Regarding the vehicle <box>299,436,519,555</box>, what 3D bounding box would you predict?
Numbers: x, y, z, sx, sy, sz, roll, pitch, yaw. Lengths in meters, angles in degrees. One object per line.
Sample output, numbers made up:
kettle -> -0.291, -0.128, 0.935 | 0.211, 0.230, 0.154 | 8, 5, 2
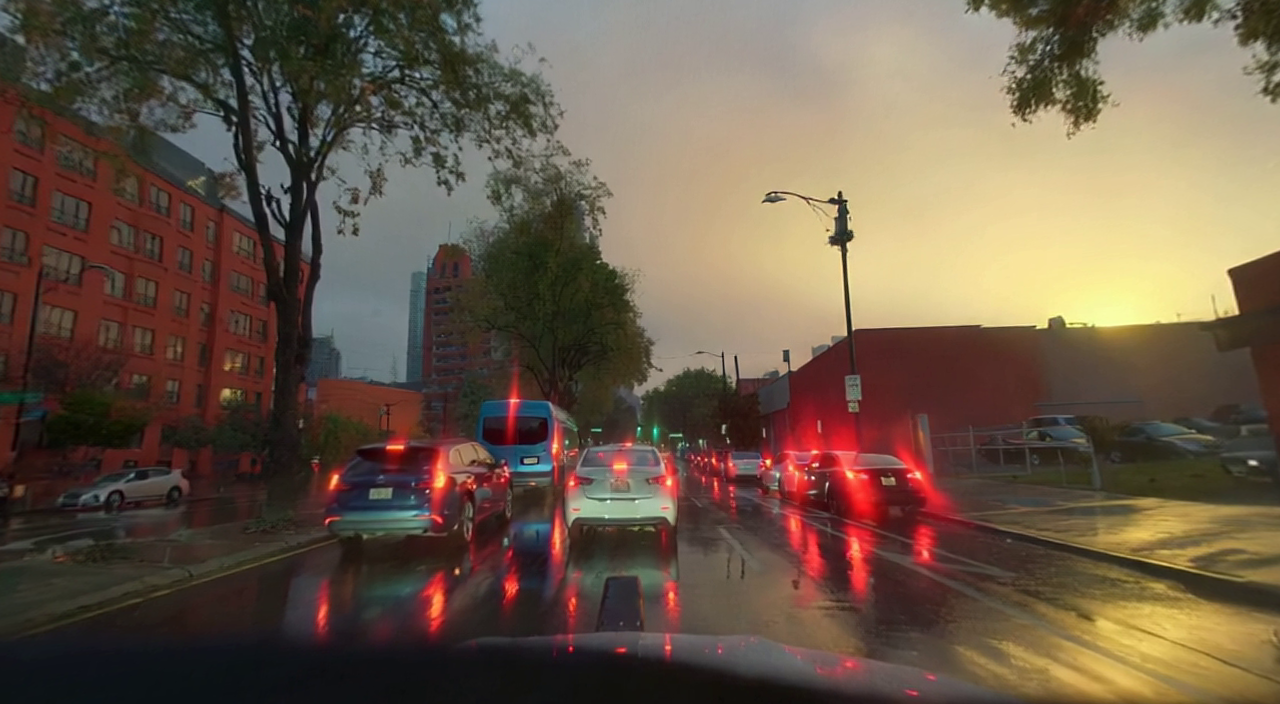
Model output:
vehicle -> -3.519, 2.259, 10.694 | 1.995, 1.554, 4.426 | 0, -9, 1

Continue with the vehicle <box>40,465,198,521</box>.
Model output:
vehicle -> -17.869, 4.811, 21.923 | 1.802, 1.609, 4.284 | 0, -9, 0

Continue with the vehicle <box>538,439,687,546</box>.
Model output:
vehicle -> -0.387, 2.351, 11.227 | 2.152, 1.518, 4.113 | 0, -9, 0

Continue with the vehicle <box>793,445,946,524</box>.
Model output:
vehicle -> 4.908, 2.864, 14.178 | 1.832, 1.491, 4.054 | 1, -9, -1
